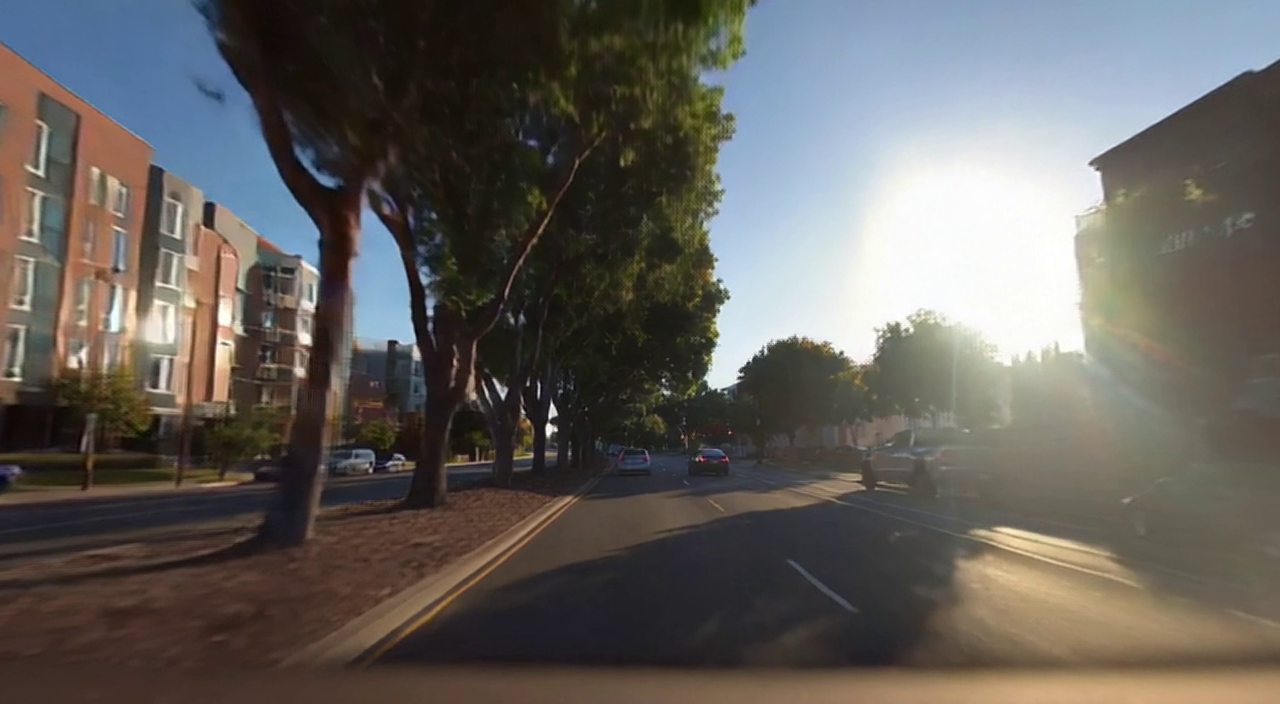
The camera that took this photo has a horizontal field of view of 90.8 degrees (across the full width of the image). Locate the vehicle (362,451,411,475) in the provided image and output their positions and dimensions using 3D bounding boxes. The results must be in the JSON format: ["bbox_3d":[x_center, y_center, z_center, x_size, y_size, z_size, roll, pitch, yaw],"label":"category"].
[{"bbox_3d":[-19.228,8.436,48.154,2.019,1.687,4.484,0,-9,-2],"label":"vehicle"}]

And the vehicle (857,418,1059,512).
[{"bbox_3d":[10.354,3.778,21.791,3.082,2.655,7.381,0,-9,0],"label":"vehicle"}]

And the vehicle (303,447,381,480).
[{"bbox_3d":[-19.104,7.148,40.898,2.241,1.891,5.637,0,-9,1],"label":"vehicle"}]

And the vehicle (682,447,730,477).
[{"bbox_3d":[3.506,5.901,34.141,1.993,1.477,4.240,0,-9,-2],"label":"vehicle"}]

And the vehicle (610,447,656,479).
[{"bbox_3d":[-0.341,5.324,30.652,2.101,1.444,4.248,0,-9,-1],"label":"vehicle"}]

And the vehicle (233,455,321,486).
[{"bbox_3d":[-19.253,6.285,33.801,1.874,1.483,4.742,0,-9,0],"label":"vehicle"}]

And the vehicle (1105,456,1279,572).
[{"bbox_3d":[10.511,2.585,10.414,2.129,1.645,4.625,0,-9,0],"label":"vehicle"}]
